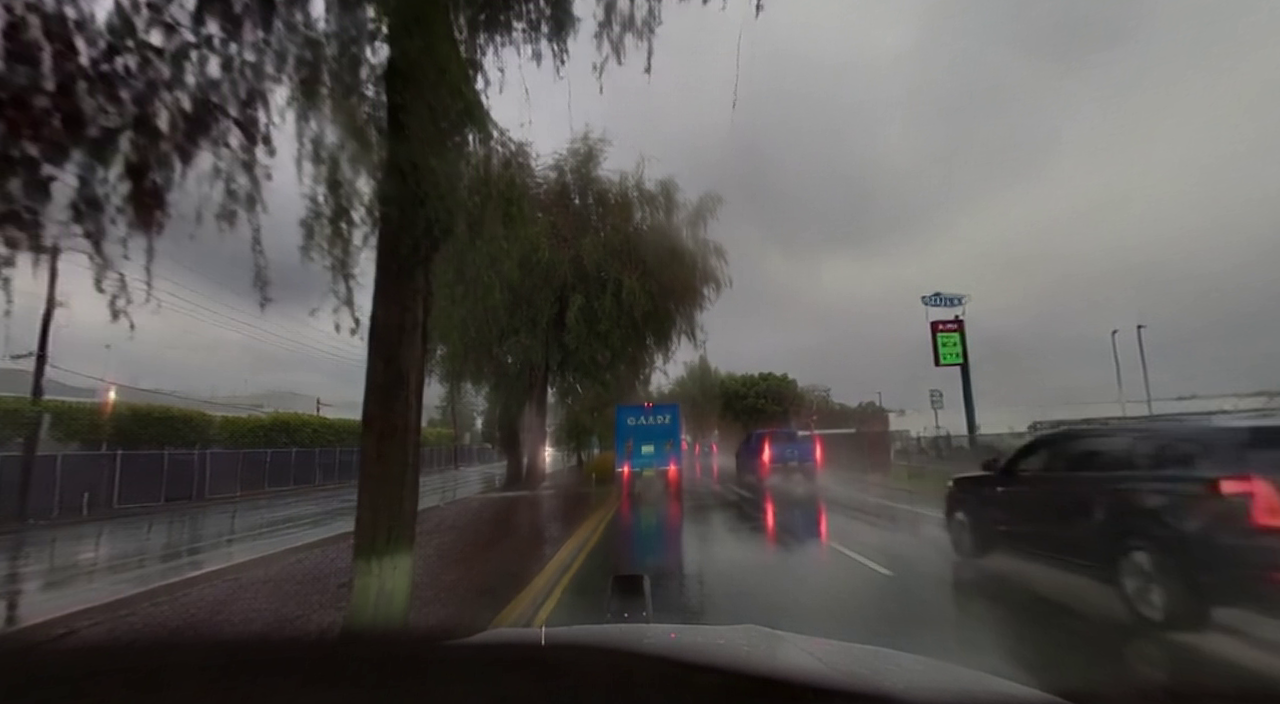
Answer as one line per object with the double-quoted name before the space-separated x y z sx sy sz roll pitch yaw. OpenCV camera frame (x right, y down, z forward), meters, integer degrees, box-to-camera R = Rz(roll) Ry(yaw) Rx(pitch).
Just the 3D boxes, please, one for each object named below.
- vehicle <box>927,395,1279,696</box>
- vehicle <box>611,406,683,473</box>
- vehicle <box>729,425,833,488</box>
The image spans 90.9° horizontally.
"vehicle" 4.488 1.349 5.507 2.001 1.621 4.208 0 -8 1
"vehicle" 0.417 4.375 31.461 3.197 2.963 7.055 0 -8 2
"vehicle" 4.556 3.472 21.326 2.375 1.857 5.100 0 -8 0
